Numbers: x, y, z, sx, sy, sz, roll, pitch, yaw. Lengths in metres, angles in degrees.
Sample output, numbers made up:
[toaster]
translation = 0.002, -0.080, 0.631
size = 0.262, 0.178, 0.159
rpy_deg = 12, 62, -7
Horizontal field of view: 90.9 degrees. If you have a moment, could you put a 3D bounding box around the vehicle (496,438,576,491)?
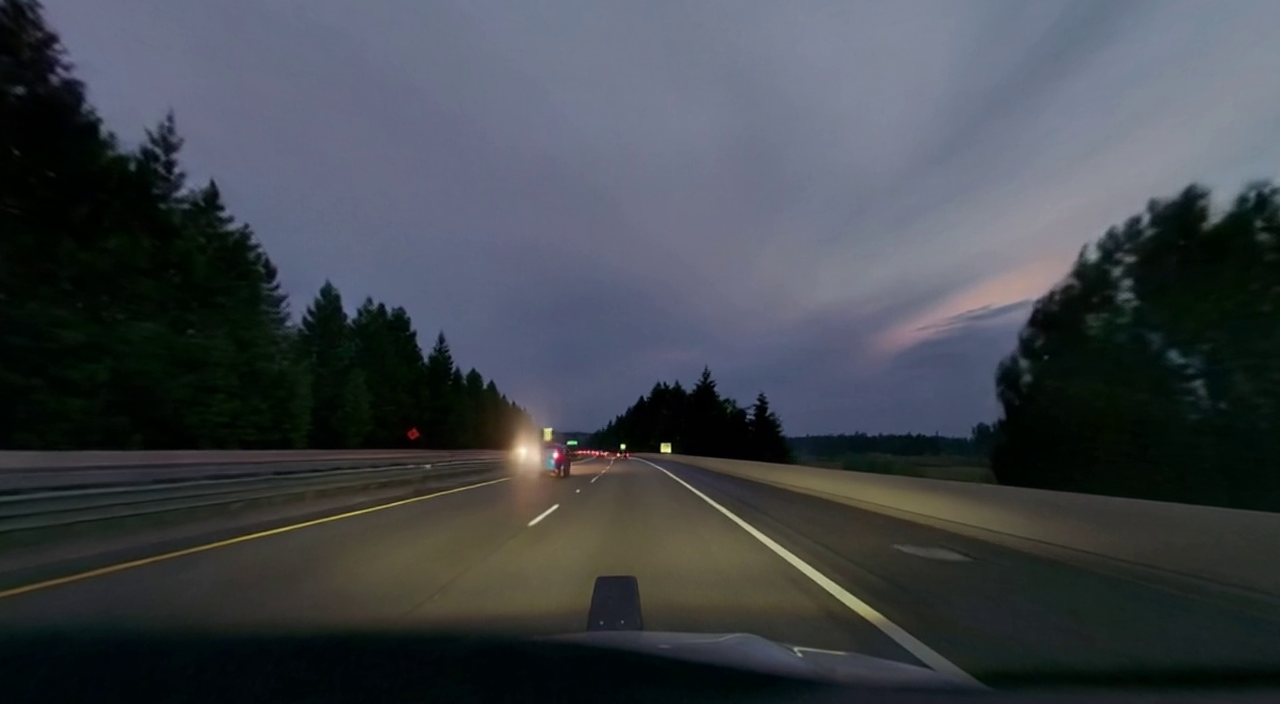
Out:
[vehicle]
translation = -3.717, 4.105, 23.348
size = 2.135, 1.755, 4.476
rpy_deg = 0, -9, 1
